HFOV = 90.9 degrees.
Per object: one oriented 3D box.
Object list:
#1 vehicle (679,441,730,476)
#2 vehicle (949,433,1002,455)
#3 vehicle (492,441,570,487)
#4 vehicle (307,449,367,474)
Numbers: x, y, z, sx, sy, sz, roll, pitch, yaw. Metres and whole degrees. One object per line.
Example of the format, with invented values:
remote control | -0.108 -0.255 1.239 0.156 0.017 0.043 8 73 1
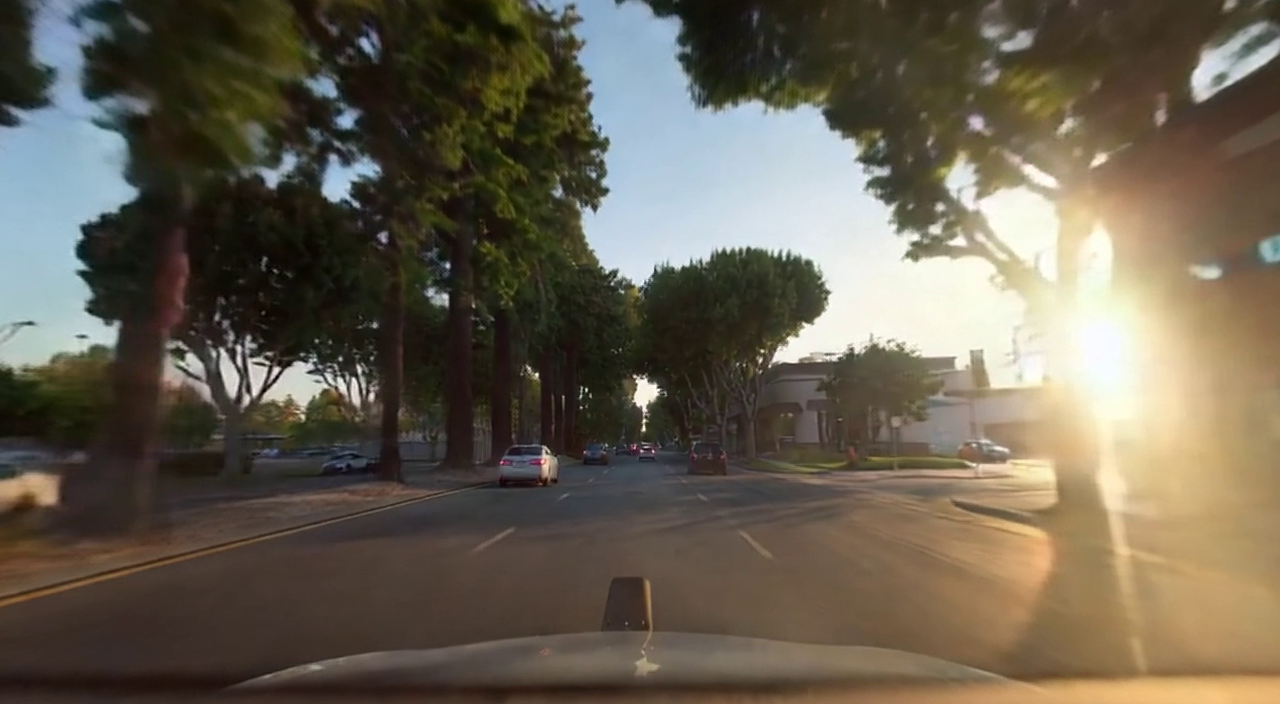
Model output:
vehicle | 3.033 5.085 30.321 1.922 1.579 3.642 0 -9 -2
vehicle | 26.275 7.196 49.567 1.677 1.591 4.298 -1 -8 -2
vehicle | -3.766 3.973 22.655 1.908 1.481 4.536 0 -9 1
vehicle | -22.807 8.262 47.647 2.040 1.757 4.730 0 -9 1
